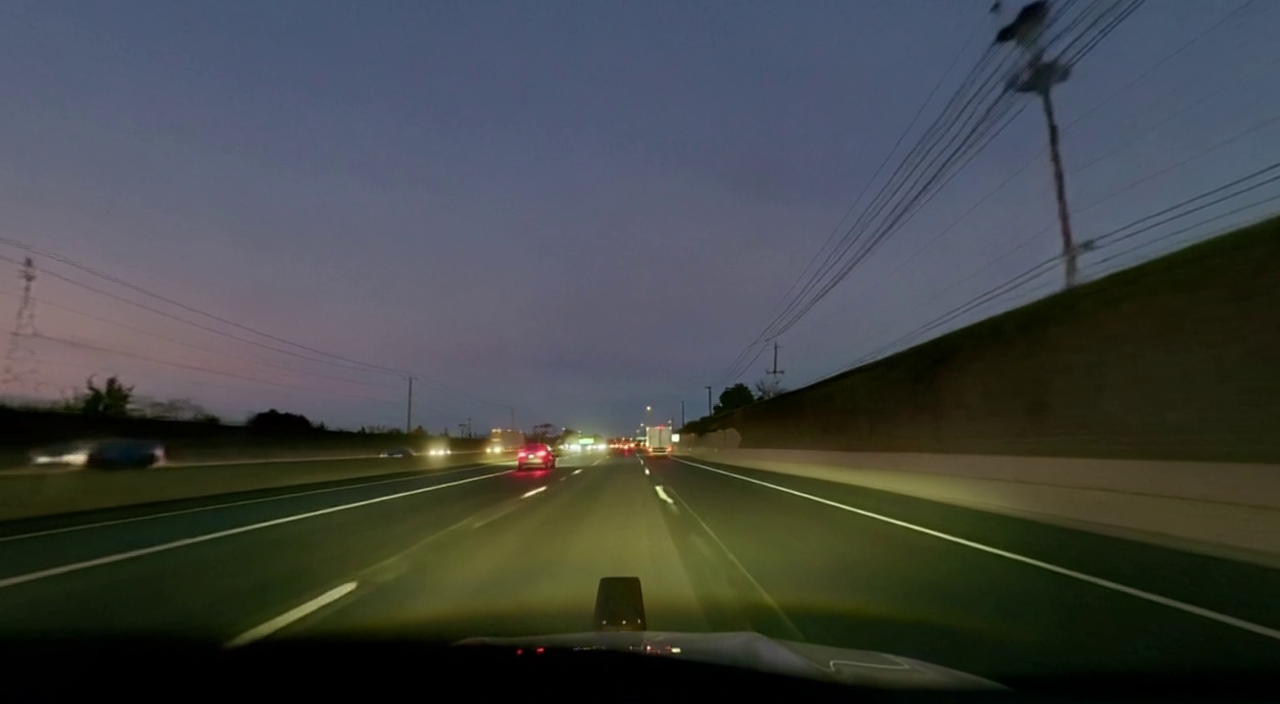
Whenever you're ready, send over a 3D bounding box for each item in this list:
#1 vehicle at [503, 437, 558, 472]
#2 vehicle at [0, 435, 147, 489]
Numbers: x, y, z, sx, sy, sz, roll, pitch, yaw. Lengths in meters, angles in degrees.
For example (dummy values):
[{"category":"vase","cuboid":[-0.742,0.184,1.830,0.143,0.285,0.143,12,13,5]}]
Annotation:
[{"category":"vehicle","cuboid":[-5.486,5.207,32.169,2.064,1.642,4.389,0,-8,0]},{"category":"vehicle","cuboid":[-20.318,3.800,22.200,2.079,1.662,4.800,0,-8,-1]}]
